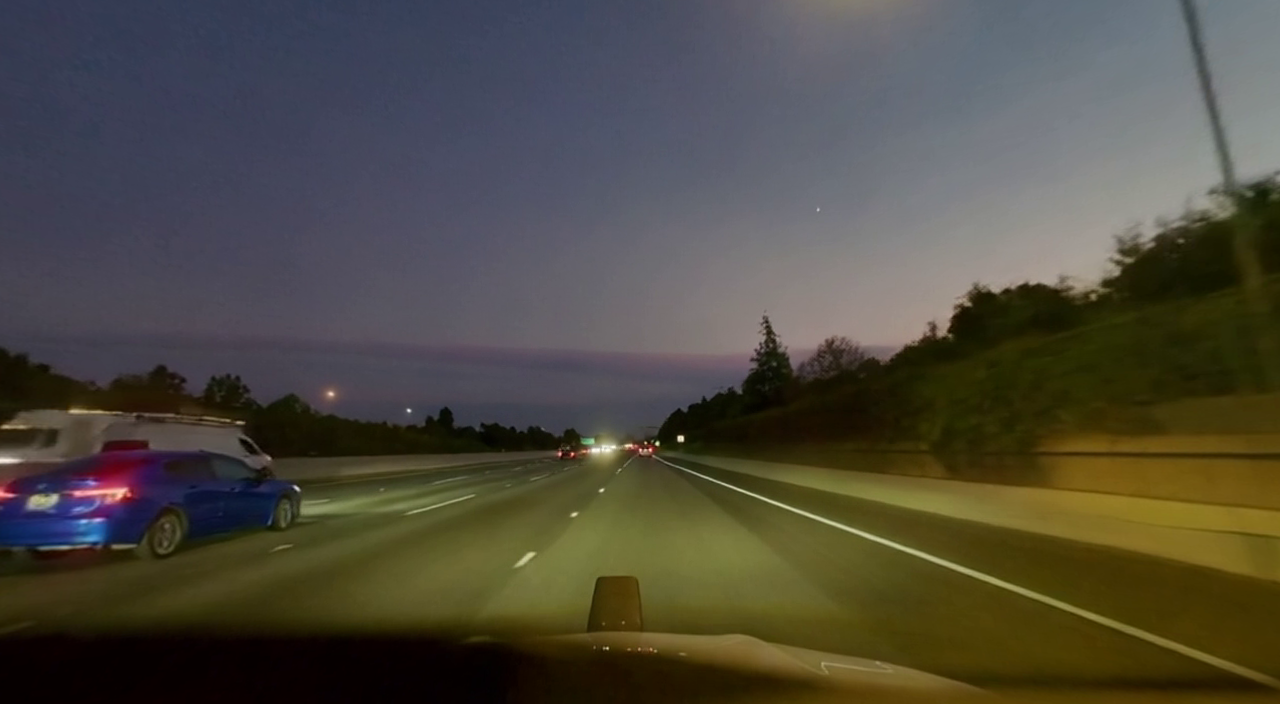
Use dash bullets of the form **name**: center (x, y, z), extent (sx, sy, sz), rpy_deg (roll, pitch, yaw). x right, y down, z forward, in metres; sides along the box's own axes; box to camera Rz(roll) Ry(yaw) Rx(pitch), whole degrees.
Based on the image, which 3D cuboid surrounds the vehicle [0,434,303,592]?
- **vehicle**: center (-6.812, 1.888, 8.415), extent (1.981, 1.486, 4.735), rpy_deg (0, -8, 0)
